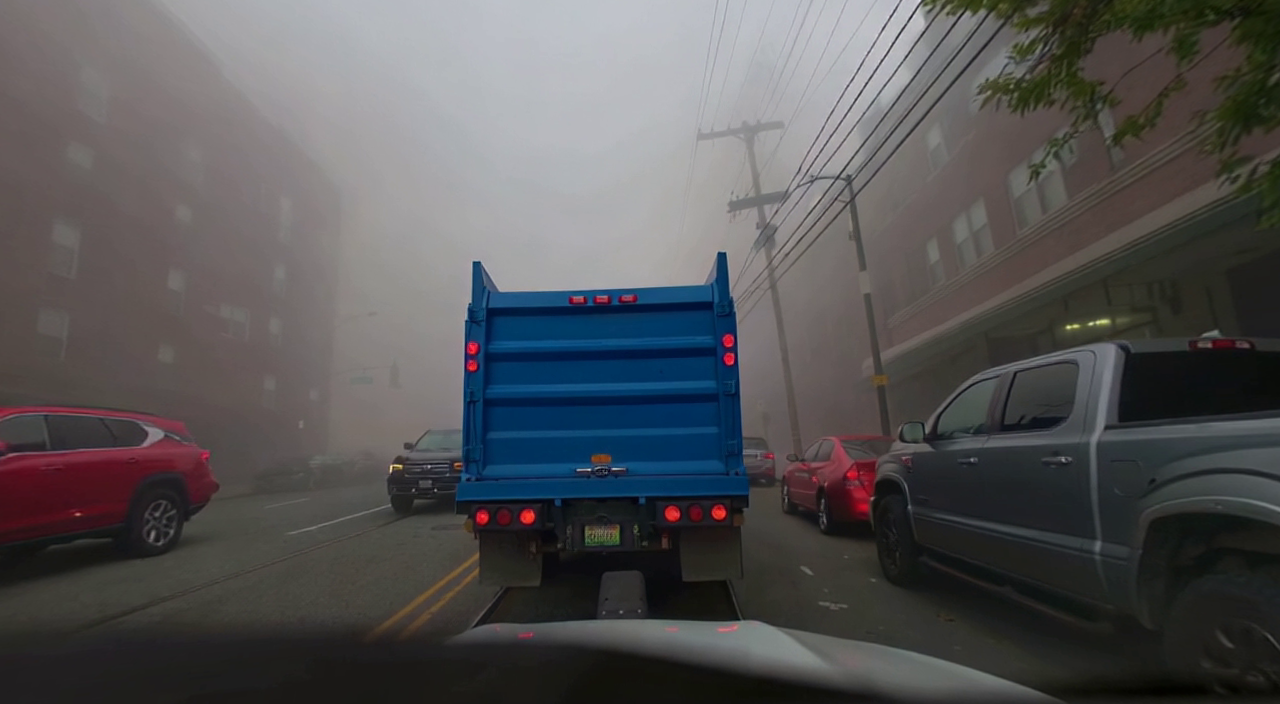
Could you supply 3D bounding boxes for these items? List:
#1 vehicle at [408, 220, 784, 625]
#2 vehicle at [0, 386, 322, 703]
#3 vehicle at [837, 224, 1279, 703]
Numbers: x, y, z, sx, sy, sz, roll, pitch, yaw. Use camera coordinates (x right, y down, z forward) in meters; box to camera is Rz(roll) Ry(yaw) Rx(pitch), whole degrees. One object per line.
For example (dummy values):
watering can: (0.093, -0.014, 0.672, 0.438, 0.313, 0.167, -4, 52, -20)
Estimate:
vehicle: (-0.237, 1.101, 9.139, 2.878, 3.204, 8.244, 0, -8, 2)
vehicle: (-4.126, 1.122, 3.861, 1.988, 1.657, 4.492, 0, -8, 0)
vehicle: (3.238, 0.845, 3.863, 2.242, 1.979, 5.722, 0, -8, 0)
